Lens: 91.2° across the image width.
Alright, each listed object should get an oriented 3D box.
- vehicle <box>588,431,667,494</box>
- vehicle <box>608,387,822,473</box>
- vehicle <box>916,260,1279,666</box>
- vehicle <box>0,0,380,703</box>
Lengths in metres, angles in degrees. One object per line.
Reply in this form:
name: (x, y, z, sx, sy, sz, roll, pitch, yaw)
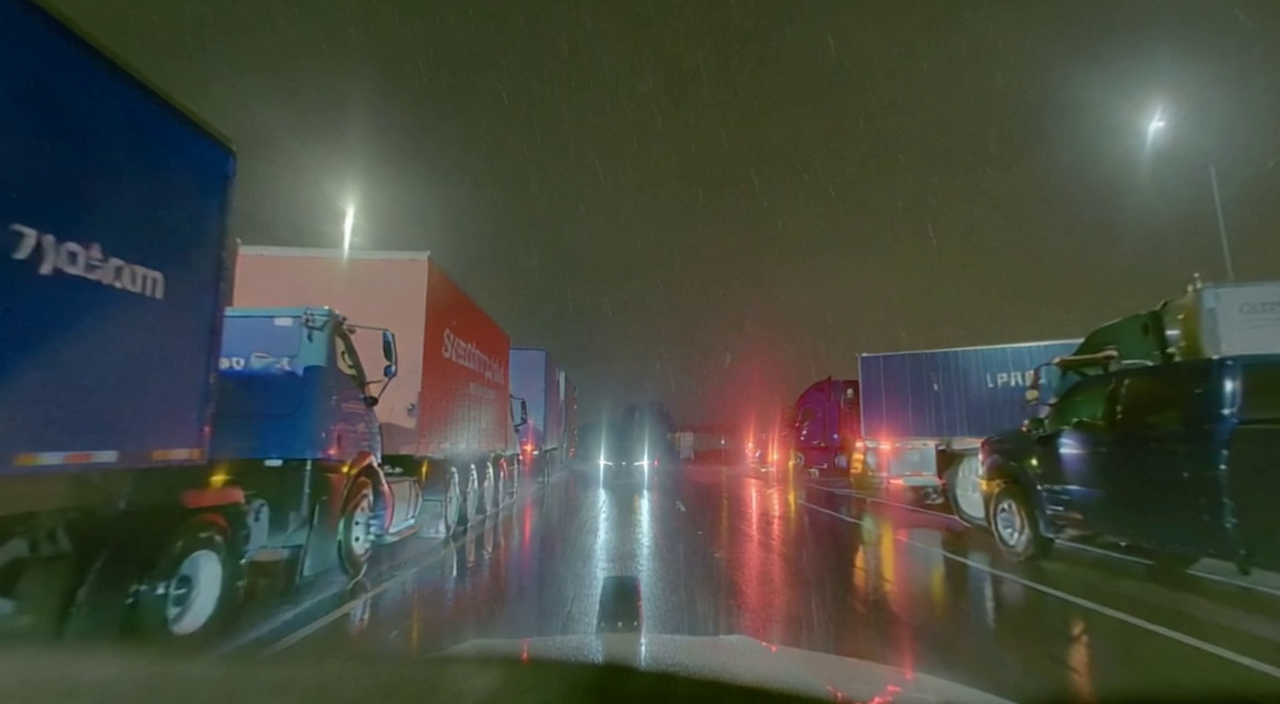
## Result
vehicle: (-0.397, 3.318, 19.055, 2.140, 1.682, 3.971, 0, -9, -1)
vehicle: (3.518, 4.502, 36.659, 2.877, 4.124, 14.516, 2, -7, -38)
vehicle: (5.144, 0.891, 5.267, 2.570, 2.439, 6.392, 0, -9, -1)
vehicle: (-3.956, 0.190, 2.769, 2.844, 3.085, 6.941, 0, -9, -2)
